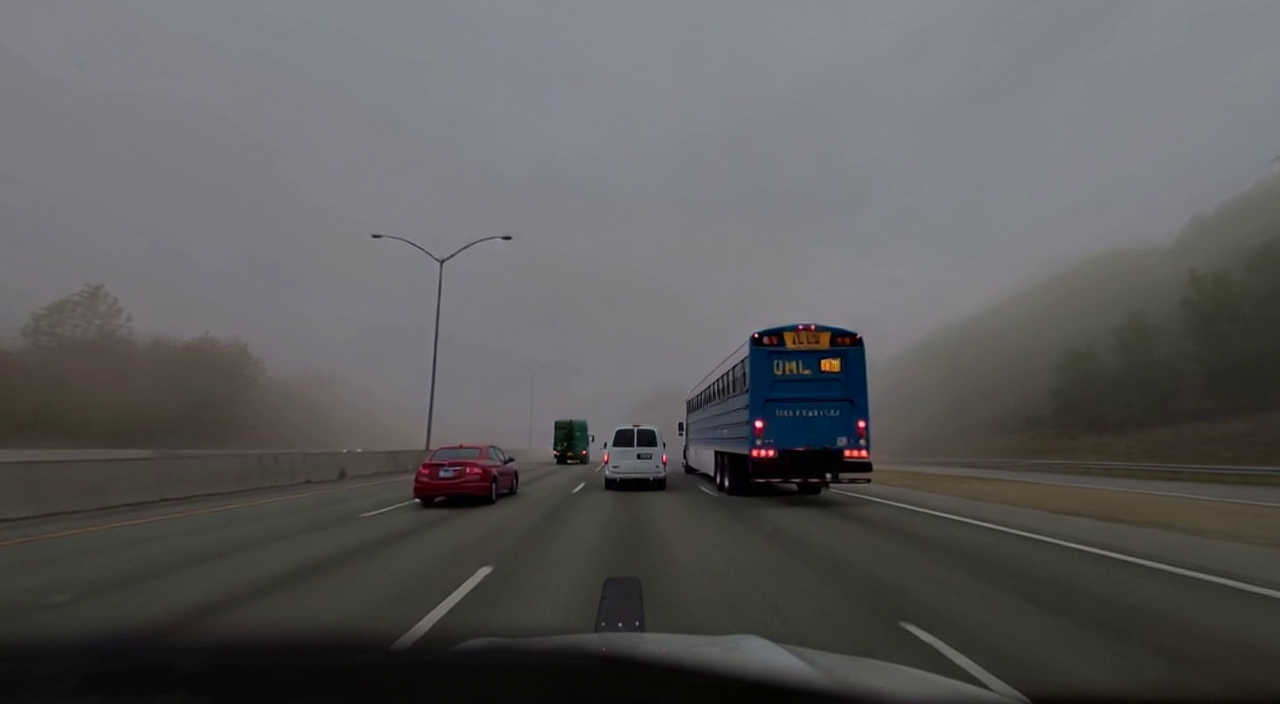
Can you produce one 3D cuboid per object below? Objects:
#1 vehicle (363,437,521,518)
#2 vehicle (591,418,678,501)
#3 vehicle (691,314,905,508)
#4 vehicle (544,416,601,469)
[{"bbox_3d":[-4.010,2.596,13.656,2.039,1.453,4.197,0,-8,0],"label":"vehicle"},{"bbox_3d":[-0.212,2.853,17.118,2.037,1.929,4.343,0,-8,-2],"label":"vehicle"},{"bbox_3d":[3.836,2.168,19.967,3.006,4.101,13.245,0,-8,-2],"label":"vehicle"},{"bbox_3d":[-4.127,5.775,40.384,2.947,3.009,7.991,0,-8,-1],"label":"vehicle"}]
